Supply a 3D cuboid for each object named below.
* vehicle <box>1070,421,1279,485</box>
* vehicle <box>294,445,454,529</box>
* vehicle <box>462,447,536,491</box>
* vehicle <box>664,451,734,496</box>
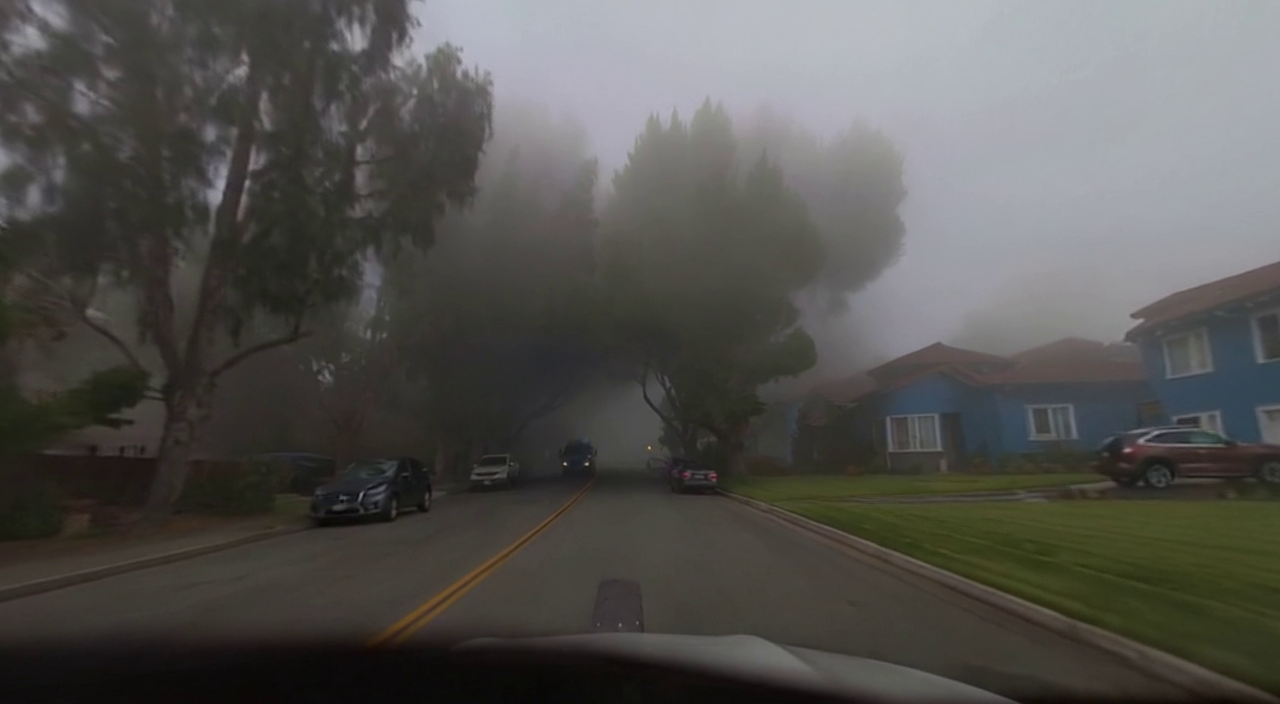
[{"bbox_3d":[13.630,2.496,15.676,4.370,1.433,1.889,-2,-9,13],"label":"vehicle"},{"bbox_3d":[-6.201,3.150,15.420,2.033,1.721,4.328,0,-9,0],"label":"vehicle"},{"bbox_3d":[-6.574,5.507,30.185,2.265,1.876,5.371,0,-9,0],"label":"vehicle"},{"bbox_3d":[2.131,4.548,24.053,1.996,1.516,4.122,0,-9,-4],"label":"vehicle"}]
